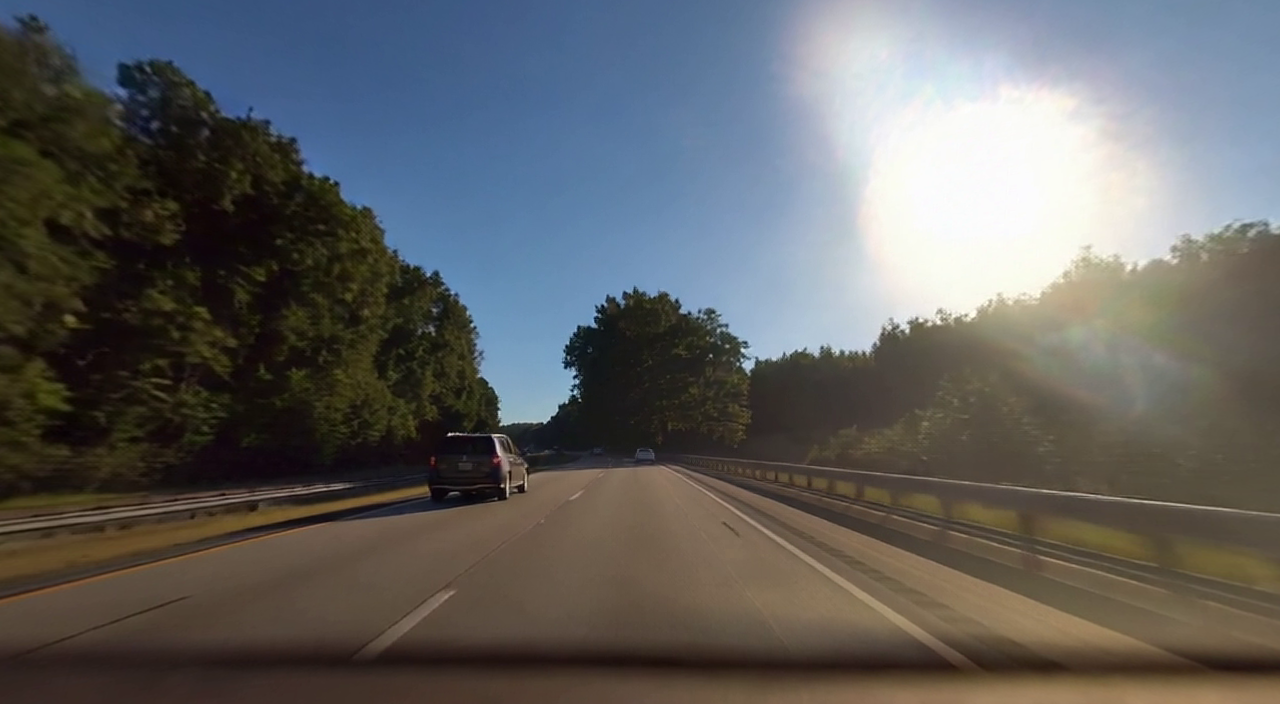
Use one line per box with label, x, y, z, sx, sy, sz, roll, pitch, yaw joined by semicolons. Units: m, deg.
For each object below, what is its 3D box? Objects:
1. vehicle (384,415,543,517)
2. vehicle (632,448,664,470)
vehicle;-3.959;2.692;15.329;2.418;2.049;4.930;0;-9;0
vehicle;0.494;7.313;43.361;2.046;1.452;4.407;0;-9;-1
